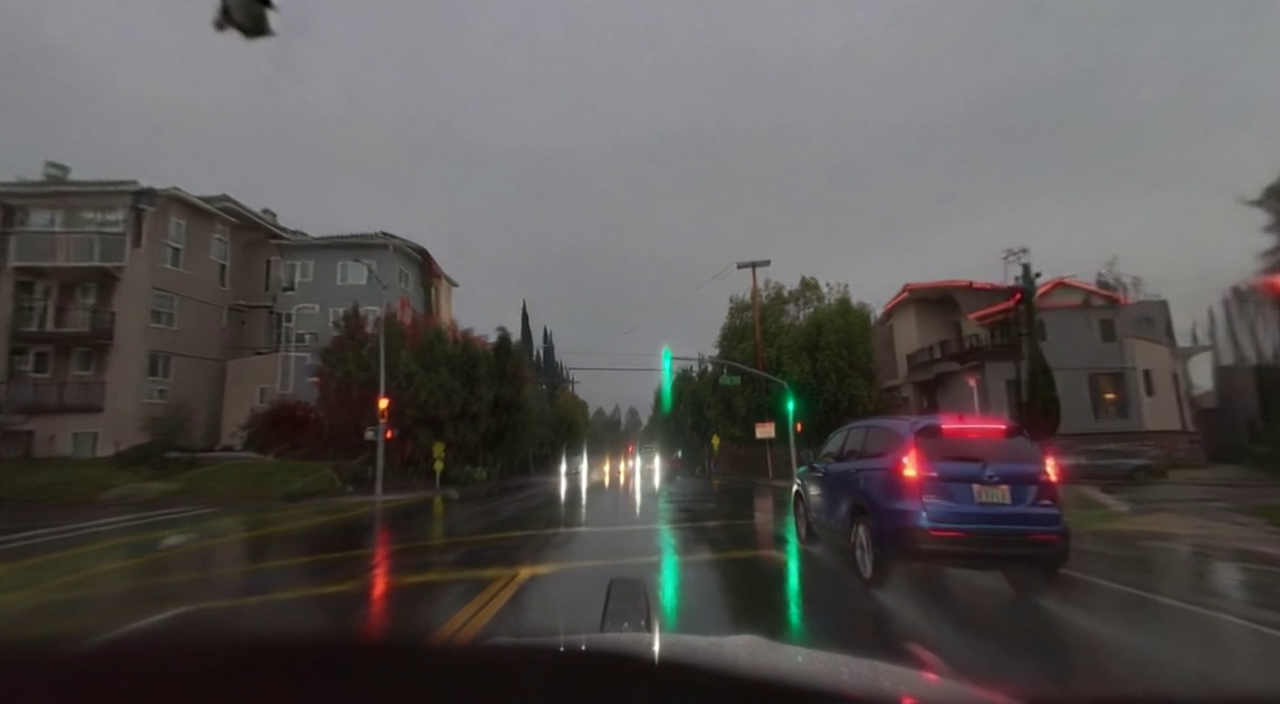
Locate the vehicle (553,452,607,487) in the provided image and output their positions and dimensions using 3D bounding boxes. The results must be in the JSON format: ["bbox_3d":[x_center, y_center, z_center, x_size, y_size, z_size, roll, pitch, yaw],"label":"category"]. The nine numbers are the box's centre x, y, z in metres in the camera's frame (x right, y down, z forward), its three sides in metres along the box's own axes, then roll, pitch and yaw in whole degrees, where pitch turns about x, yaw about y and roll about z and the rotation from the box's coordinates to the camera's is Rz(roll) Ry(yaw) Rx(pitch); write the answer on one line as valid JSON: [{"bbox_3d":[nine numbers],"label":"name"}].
[{"bbox_3d":[-2.787,5.569,30.247,2.170,1.513,4.270,0,-9,0],"label":"vehicle"}]

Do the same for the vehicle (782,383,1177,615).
[{"bbox_3d":[3.312,1.564,7.635,2.130,1.863,4.844,0,-9,1],"label":"vehicle"}]

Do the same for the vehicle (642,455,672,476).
[{"bbox_3d":[1.232,8.375,46.745,2.097,1.463,4.043,0,-9,1],"label":"vehicle"}]
